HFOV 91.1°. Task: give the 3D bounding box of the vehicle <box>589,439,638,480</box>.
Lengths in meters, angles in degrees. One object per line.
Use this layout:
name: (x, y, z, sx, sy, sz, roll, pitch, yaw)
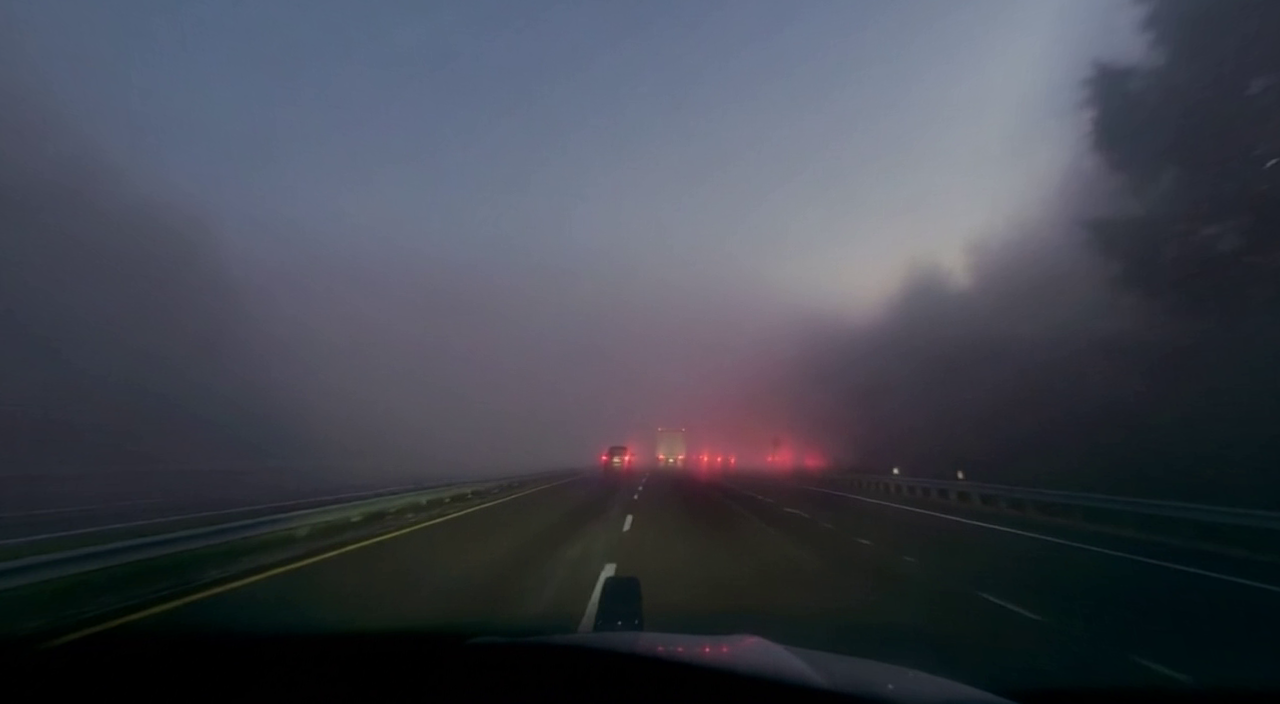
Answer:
vehicle: (-1.370, 5.857, 34.443, 2.271, 2.049, 4.894, -1, -9, 3)
